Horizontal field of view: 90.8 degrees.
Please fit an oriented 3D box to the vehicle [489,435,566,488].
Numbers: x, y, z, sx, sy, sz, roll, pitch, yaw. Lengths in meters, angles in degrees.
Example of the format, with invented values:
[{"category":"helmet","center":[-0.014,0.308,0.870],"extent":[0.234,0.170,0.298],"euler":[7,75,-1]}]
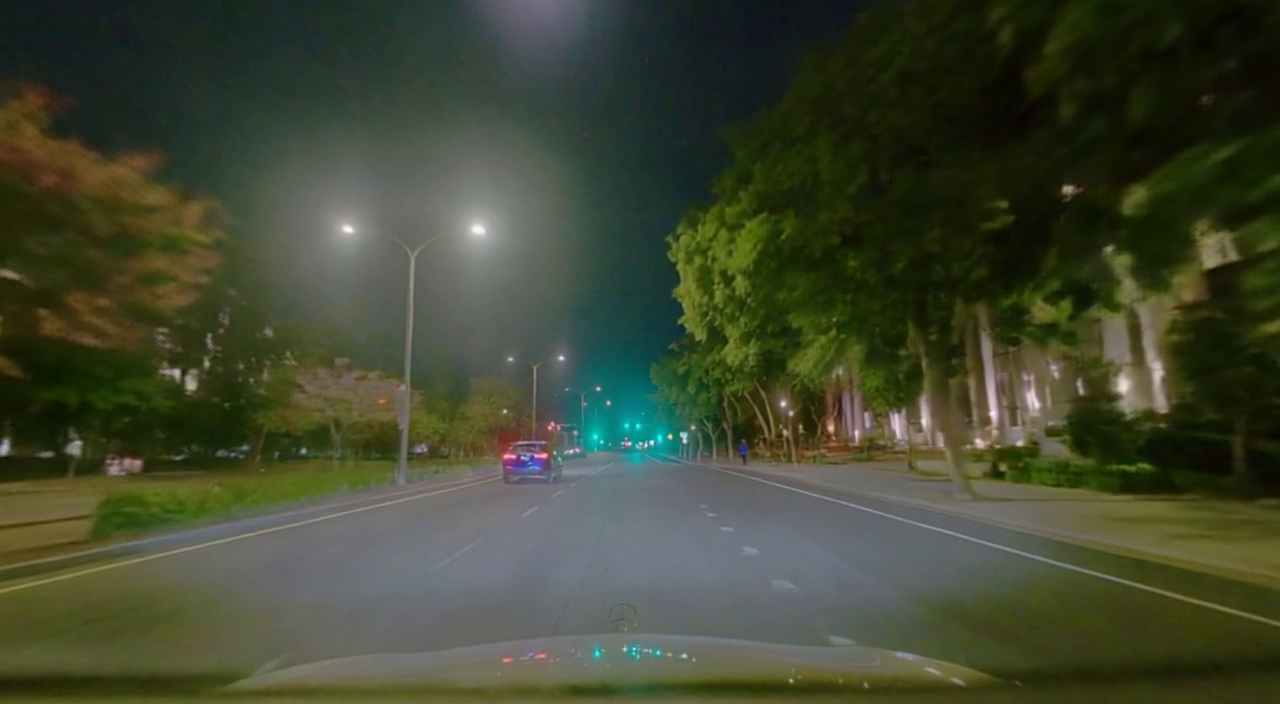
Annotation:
[{"category":"vehicle","center":[-4.021,3.979,23.312],"extent":[1.993,1.733,4.262],"euler":[0,-8,1]}]
